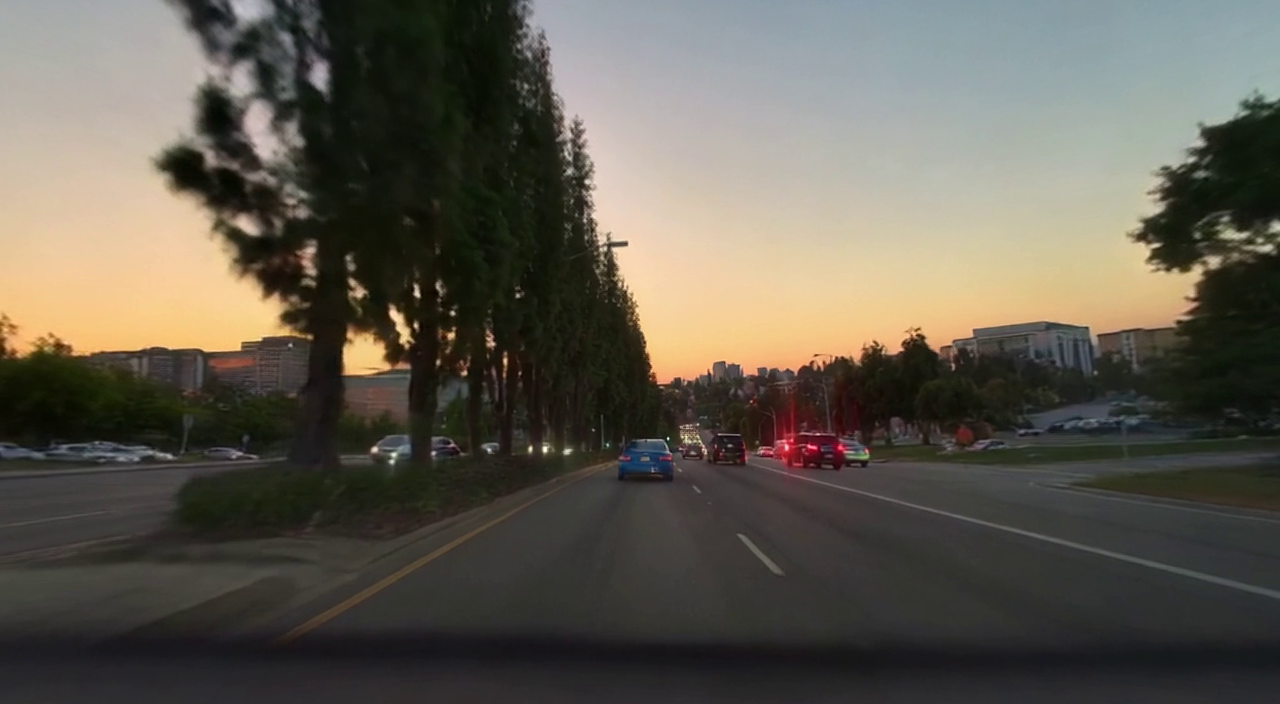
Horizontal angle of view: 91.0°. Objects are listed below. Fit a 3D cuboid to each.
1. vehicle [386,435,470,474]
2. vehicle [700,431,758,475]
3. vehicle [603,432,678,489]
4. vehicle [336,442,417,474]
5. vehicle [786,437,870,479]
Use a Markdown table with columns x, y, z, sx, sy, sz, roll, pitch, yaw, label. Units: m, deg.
| x | y | z | sx | sy | sz | roll | pitch | yaw | label |
| --- | --- | --- | --- | --- | --- | --- | --- | --- | --- |
| -9.078 | 4.430 | 27.412 | 2.074 | 1.543 | 4.536 | 0 | -9 | 0 | vehicle |
| 3.876 | 4.470 | 28.117 | 1.976 | 1.796 | 4.159 | 0 | -9 | 0 | vehicle |
| 0.014 | 3.438 | 20.275 | 2.145 | 1.603 | 4.369 | 0 | -9 | 0 | vehicle |
| -12.828 | 5.182 | 30.958 | 1.915 | 1.456 | 4.636 | 0 | -9 | 1 | vehicle |
| 7.280 | 4.145 | 24.841 | 1.928 | 1.488 | 4.361 | 0 | -9 | 0 | vehicle |
